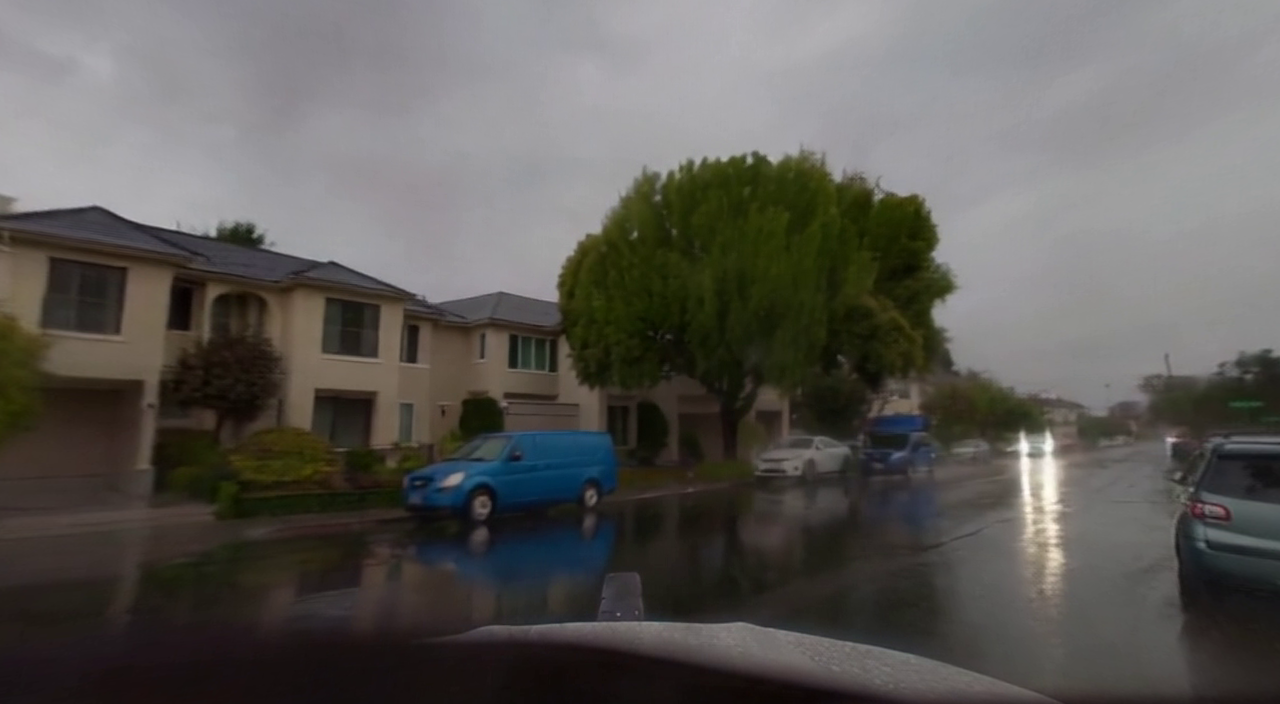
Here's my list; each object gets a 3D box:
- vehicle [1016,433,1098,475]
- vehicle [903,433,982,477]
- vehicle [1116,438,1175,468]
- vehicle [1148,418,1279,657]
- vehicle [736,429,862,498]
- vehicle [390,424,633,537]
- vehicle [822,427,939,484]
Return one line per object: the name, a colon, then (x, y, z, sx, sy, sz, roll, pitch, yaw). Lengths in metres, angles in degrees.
vehicle: (18.190, 4.382, 27.398, 4.255, 1.670, 1.959, 7, -11, -43)
vehicle: (12.207, 4.098, 25.315, 1.734, 1.549, 3.465, -12, -13, 41)
vehicle: (27.587, 5.478, 34.335, 3.849, 1.505, 1.889, 7, -11, -43)
vehicle: (5.764, 1.370, 5.406, 2.008, 1.507, 4.226, -6, -10, 39)
vehicle: (4.435, 2.948, 17.256, 1.828, 1.488, 3.785, -4, -6, 40)
vehicle: (-1.966, 1.957, 10.375, 1.798, 1.507, 3.513, -6, -9, 41)
vehicle: (8.211, 3.466, 21.325, 4.428, 1.670, 1.872, 6, -13, -45)
